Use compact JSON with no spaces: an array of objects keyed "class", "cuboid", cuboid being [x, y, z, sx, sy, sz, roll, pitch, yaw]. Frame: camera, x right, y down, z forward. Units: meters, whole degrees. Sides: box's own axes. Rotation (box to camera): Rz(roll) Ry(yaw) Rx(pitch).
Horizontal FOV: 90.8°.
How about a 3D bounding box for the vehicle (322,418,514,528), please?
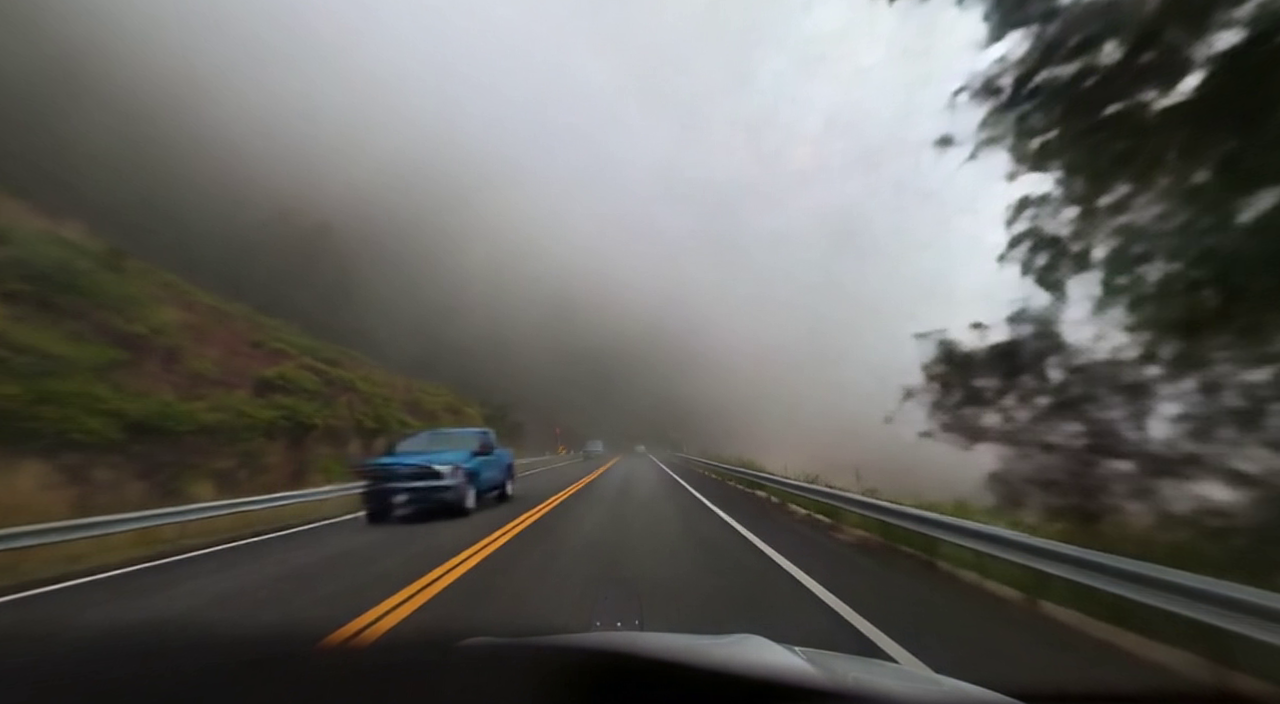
[{"class":"vehicle","cuboid":[-4.188,2.374,12.953,2.309,1.826,4.542,0,-8,0]}]
